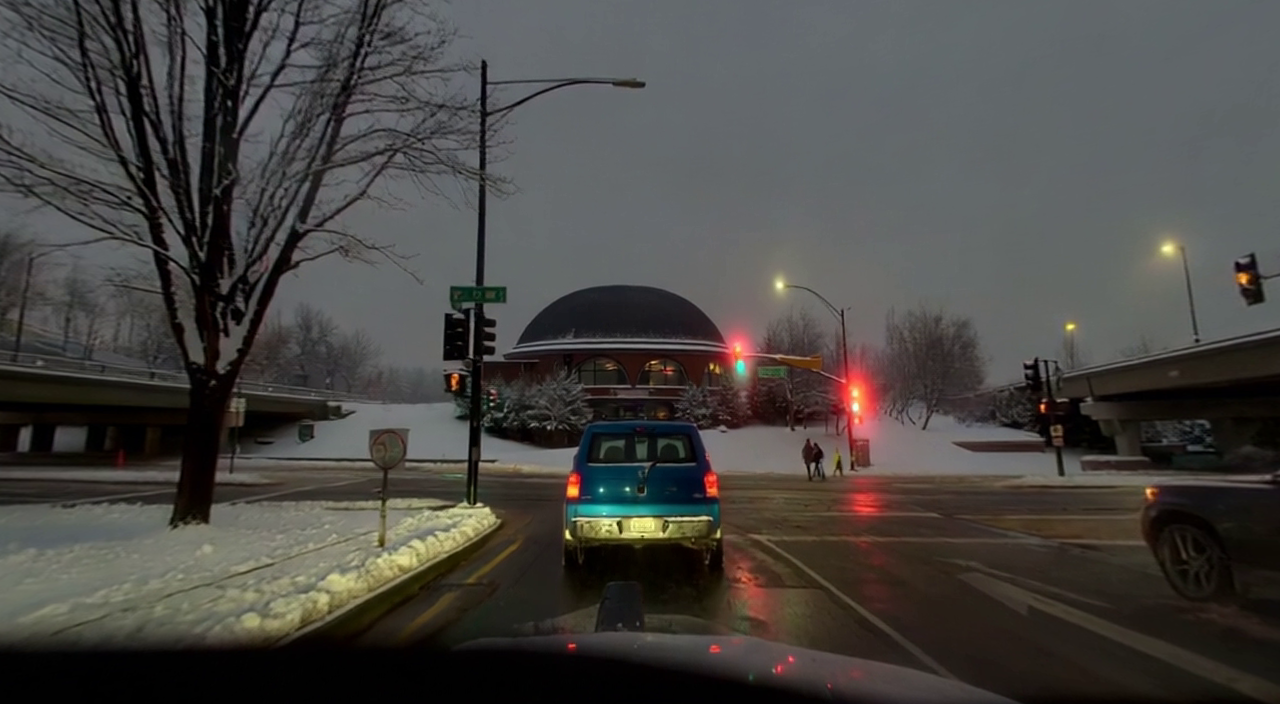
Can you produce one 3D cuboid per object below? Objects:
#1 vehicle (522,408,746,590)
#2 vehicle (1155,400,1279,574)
[{"bbox_3d":[-0.046,1.589,7.525,1.976,1.584,3.772,0,-9,0],"label":"vehicle"},{"bbox_3d":[7.598,1.268,5.642,2.055,1.776,4.646,0,-9,1],"label":"vehicle"}]
